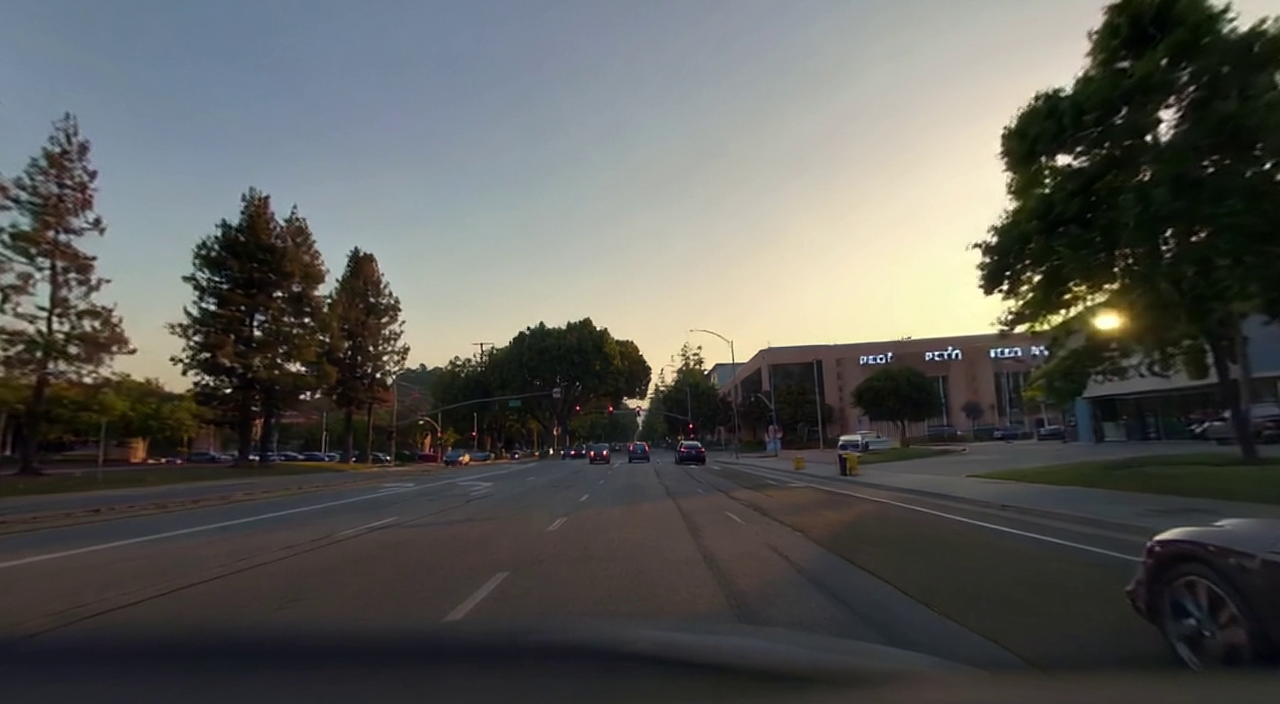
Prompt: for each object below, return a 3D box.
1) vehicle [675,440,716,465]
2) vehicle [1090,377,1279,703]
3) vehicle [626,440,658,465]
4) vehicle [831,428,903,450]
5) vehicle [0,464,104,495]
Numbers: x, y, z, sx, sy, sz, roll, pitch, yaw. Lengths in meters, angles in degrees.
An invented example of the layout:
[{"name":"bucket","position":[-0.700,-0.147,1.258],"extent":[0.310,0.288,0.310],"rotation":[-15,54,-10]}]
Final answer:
[{"name":"vehicle","position":[3.740,6.891,43.478],"extent":[2.198,1.660,4.512],"rotation":[0,-8,-2]},{"name":"vehicle","position":[3.822,0.727,1.634],"extent":[1.889,1.572,4.605],"rotation":[0,-8,0]},{"name":"vehicle","position":[0.065,7.073,44.628],"extent":[2.146,1.685,4.003],"rotation":[0,-8,-2]},{"name":"vehicle","position":[15.865,6.122,44.311],"extent":[4.344,1.512,1.936],"rotation":[-1,-8,5]},{"name":"vehicle","position":[-33.935,7.293,36.204],"extent":[4.560,1.530,1.950],"rotation":[5,-10,-32]}]
